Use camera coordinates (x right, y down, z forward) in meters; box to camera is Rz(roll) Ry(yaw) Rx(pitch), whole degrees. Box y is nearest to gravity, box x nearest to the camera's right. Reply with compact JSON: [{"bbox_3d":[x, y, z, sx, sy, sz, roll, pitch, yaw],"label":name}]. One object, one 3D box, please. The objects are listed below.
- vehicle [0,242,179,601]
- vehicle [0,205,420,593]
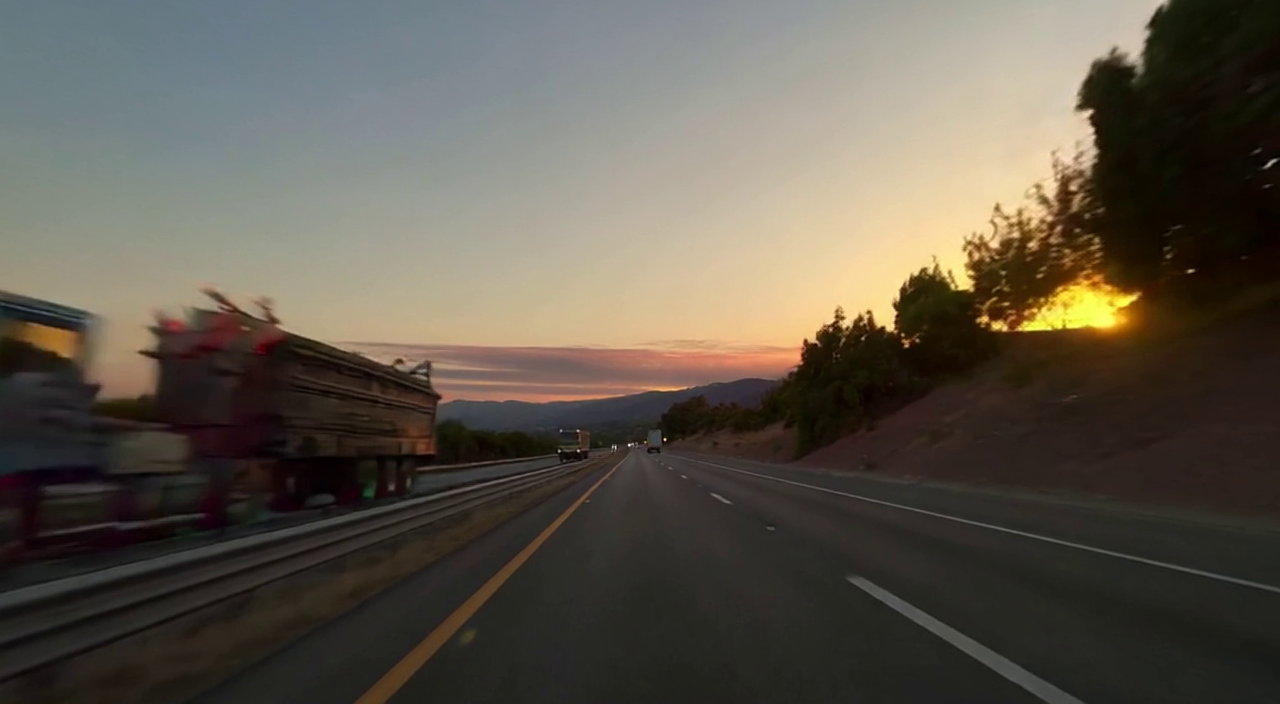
[{"bbox_3d":[-8.481,0.673,6.284,3.025,3.871,5.988,0,-9,-1],"label":"vehicle"},{"bbox_3d":[-8.499,1.475,12.930,3.008,4.149,13.991,0,-9,-1],"label":"vehicle"}]
